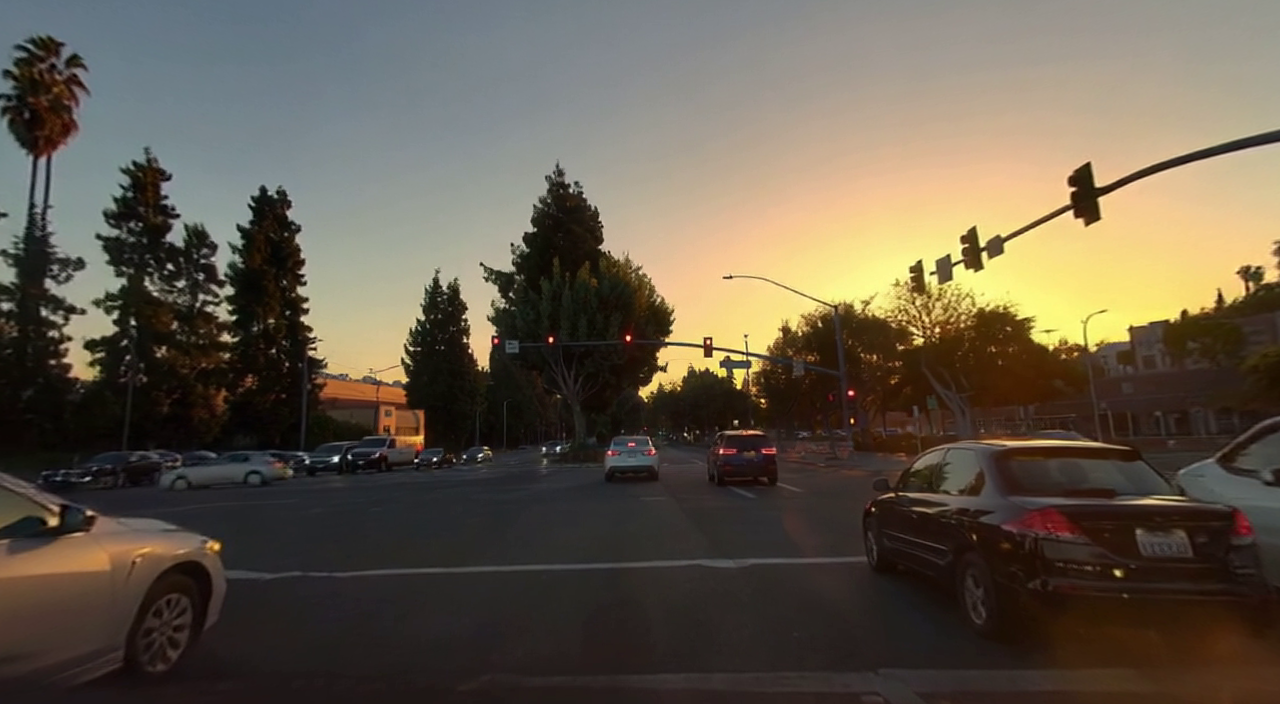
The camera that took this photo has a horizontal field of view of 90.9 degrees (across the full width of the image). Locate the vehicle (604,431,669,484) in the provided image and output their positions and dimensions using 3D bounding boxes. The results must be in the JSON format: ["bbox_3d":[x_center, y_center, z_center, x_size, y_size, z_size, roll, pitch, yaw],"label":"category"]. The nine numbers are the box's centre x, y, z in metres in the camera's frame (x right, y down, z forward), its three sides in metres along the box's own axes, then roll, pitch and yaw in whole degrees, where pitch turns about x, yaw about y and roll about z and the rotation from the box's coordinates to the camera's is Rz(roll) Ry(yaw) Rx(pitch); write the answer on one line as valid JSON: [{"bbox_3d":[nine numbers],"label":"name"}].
[{"bbox_3d":[-0.119,3.863,23.293,2.215,1.749,3.976,0,-8,0],"label":"vehicle"}]

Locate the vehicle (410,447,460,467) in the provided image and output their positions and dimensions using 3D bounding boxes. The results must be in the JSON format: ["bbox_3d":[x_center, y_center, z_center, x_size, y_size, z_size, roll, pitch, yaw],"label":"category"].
[{"bbox_3d":[-14.084,7.221,43.575,1.926,1.325,4.162,-1,-8,2],"label":"vehicle"}]

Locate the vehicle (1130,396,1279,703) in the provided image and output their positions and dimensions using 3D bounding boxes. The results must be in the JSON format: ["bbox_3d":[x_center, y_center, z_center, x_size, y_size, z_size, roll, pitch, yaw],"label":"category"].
[{"bbox_3d":[3.057,0.648,0.475,1.960,1.460,4.233,0,-8,0],"label":"vehicle"}]

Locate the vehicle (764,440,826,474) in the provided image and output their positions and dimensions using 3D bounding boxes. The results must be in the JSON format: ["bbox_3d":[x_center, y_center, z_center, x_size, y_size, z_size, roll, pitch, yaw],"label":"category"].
[{"bbox_3d":[7.036,4.809,29.000,1.847,1.432,4.039,0,-8,1],"label":"vehicle"}]

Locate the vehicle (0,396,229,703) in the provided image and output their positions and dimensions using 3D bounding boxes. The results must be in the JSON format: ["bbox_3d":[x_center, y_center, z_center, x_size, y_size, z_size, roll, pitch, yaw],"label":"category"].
[{"bbox_3d":[-3.592,0.816,1.752,1.941,1.492,4.399,0,-8,0],"label":"vehicle"}]

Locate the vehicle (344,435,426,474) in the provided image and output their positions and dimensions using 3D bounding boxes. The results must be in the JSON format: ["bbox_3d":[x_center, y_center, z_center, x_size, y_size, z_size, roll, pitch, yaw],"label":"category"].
[{"bbox_3d":[-13.993,5.641,35.032,2.196,1.961,5.359,0,-8,2],"label":"vehicle"}]

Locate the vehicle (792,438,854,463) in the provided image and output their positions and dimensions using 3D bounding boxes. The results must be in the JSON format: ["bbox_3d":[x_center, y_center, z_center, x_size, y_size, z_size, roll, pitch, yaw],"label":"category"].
[{"bbox_3d":[13.891,7.476,48.180,2.171,1.786,4.943,2,-9,-17],"label":"vehicle"}]

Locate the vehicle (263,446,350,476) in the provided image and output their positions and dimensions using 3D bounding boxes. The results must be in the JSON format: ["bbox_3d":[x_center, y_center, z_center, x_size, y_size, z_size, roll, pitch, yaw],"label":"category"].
[{"bbox_3d":[-17.549,5.749,33.428,2.086,1.458,4.457,0,-8,2],"label":"vehicle"}]

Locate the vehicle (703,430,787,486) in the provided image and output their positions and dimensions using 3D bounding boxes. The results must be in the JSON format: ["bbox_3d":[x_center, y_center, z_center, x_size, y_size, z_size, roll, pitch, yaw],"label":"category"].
[{"bbox_3d":[3.450,3.607,21.715,2.097,1.707,4.461,0,-8,0],"label":"vehicle"}]
